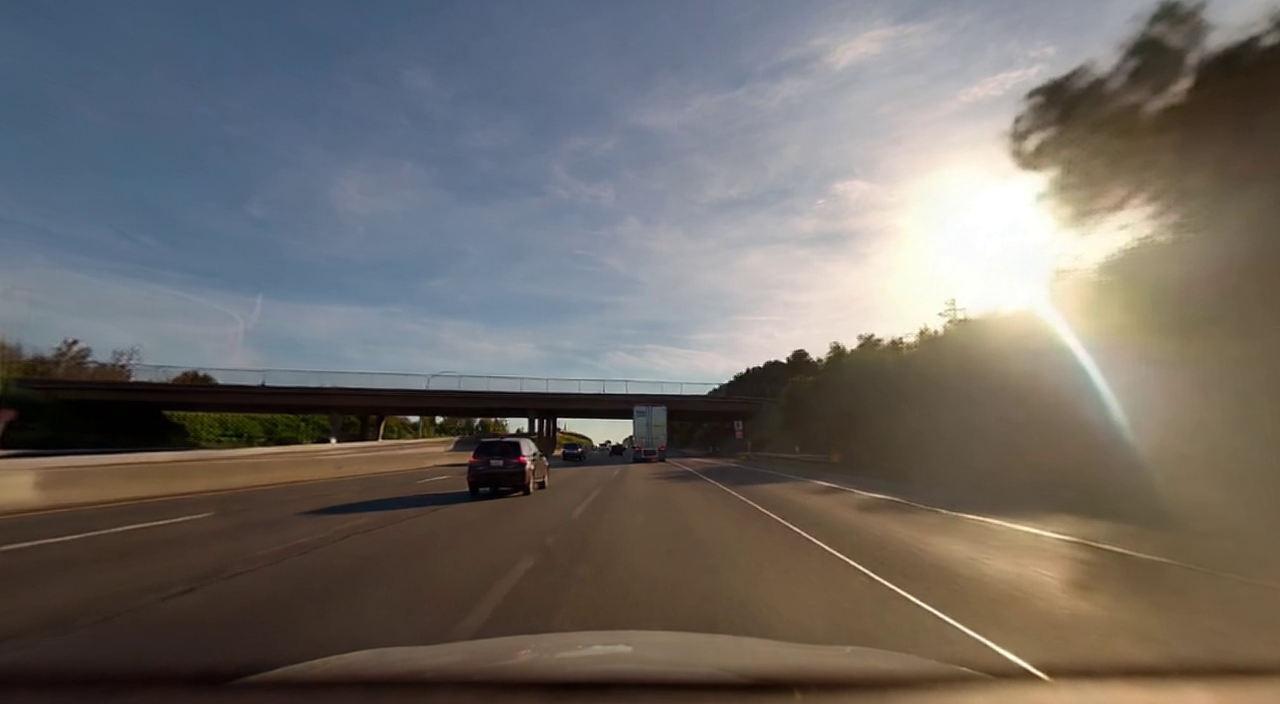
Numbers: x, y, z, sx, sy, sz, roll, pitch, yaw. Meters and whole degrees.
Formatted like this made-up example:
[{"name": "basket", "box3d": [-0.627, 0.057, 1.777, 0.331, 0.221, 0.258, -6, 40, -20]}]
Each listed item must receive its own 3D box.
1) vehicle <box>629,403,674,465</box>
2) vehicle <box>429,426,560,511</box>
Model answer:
[{"name": "vehicle", "box3d": [0.851, 6.166, 46.856, 2.964, 4.063, 10.072, 0, -8, 1]}, {"name": "vehicle", "box3d": [-3.272, 2.733, 15.302, 2.077, 1.716, 4.514, 0, -8, 0]}]
